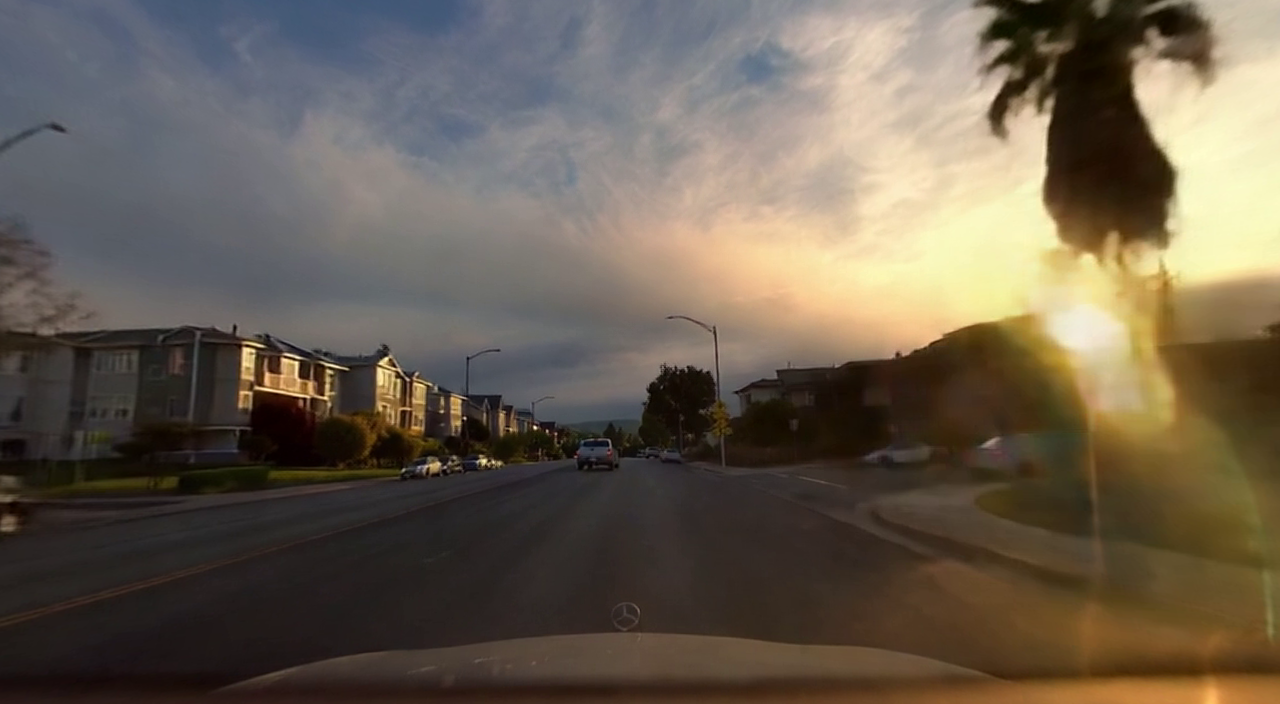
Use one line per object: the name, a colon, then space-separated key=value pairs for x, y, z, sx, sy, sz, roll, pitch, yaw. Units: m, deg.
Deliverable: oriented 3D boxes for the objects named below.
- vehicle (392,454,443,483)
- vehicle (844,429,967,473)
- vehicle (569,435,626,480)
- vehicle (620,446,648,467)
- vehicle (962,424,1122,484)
vehicle: x=-14.431 y=7.538 z=41.023 sx=1.884 sy=1.451 sz=4.435 roll=-4 pitch=-7 yaw=-3
vehicle: x=12.543 y=4.696 z=29.993 sx=4.873 sy=1.624 sz=1.924 roll=-4 pitch=-9 yaw=-2
vehicle: x=-1.755 y=4.636 z=27.916 sx=1.994 sy=1.810 sz=5.057 roll=0 pitch=-9 yaw=2
vehicle: x=-0.441 y=8.055 z=48.642 sx=2.077 sy=1.504 sz=3.992 roll=0 pitch=-9 yaw=-1
vehicle: x=12.495 y=3.183 z=19.745 sx=3.778 sy=1.744 sz=1.804 roll=1 pitch=-9 yaw=-5
